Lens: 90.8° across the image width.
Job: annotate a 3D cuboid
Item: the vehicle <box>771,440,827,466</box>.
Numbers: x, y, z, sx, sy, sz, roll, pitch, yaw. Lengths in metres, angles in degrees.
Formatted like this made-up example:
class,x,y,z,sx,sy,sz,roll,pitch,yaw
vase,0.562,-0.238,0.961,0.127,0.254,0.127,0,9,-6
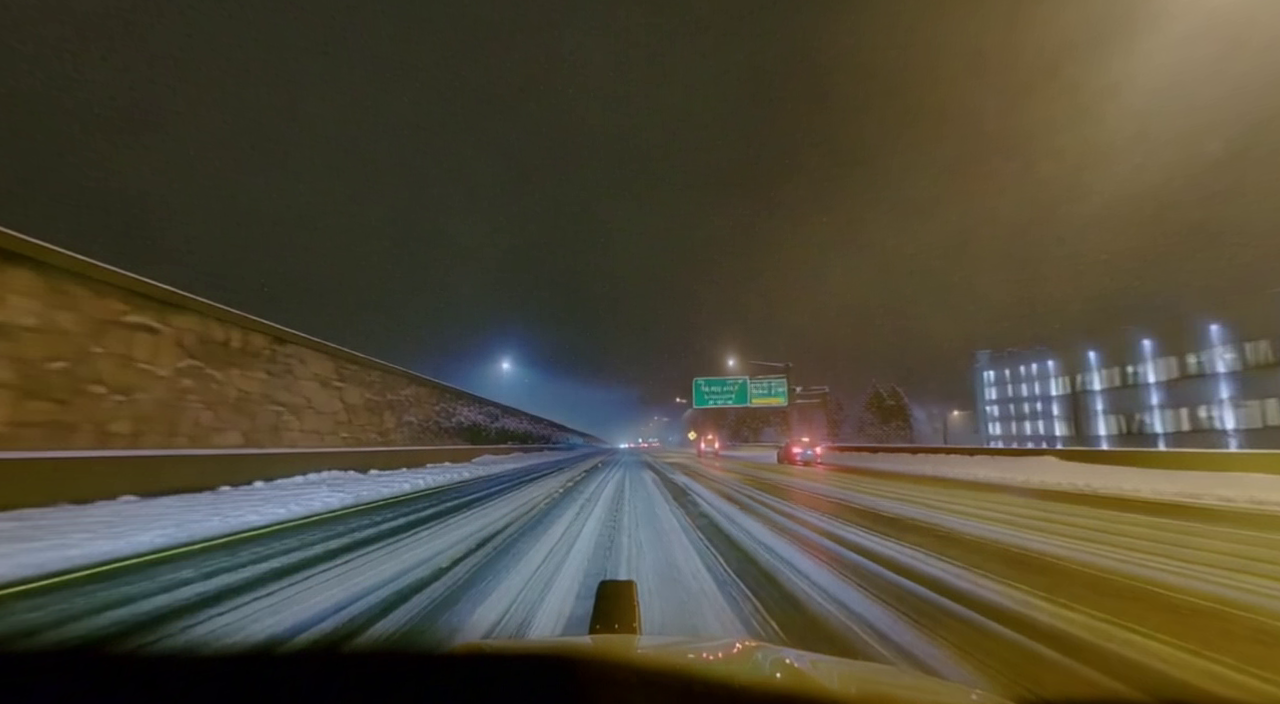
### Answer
class,x,y,z,sx,sy,sz,roll,pitch,yaw
vehicle,10.327,6.596,41.482,2.165,1.636,5.175,0,-8,-2
